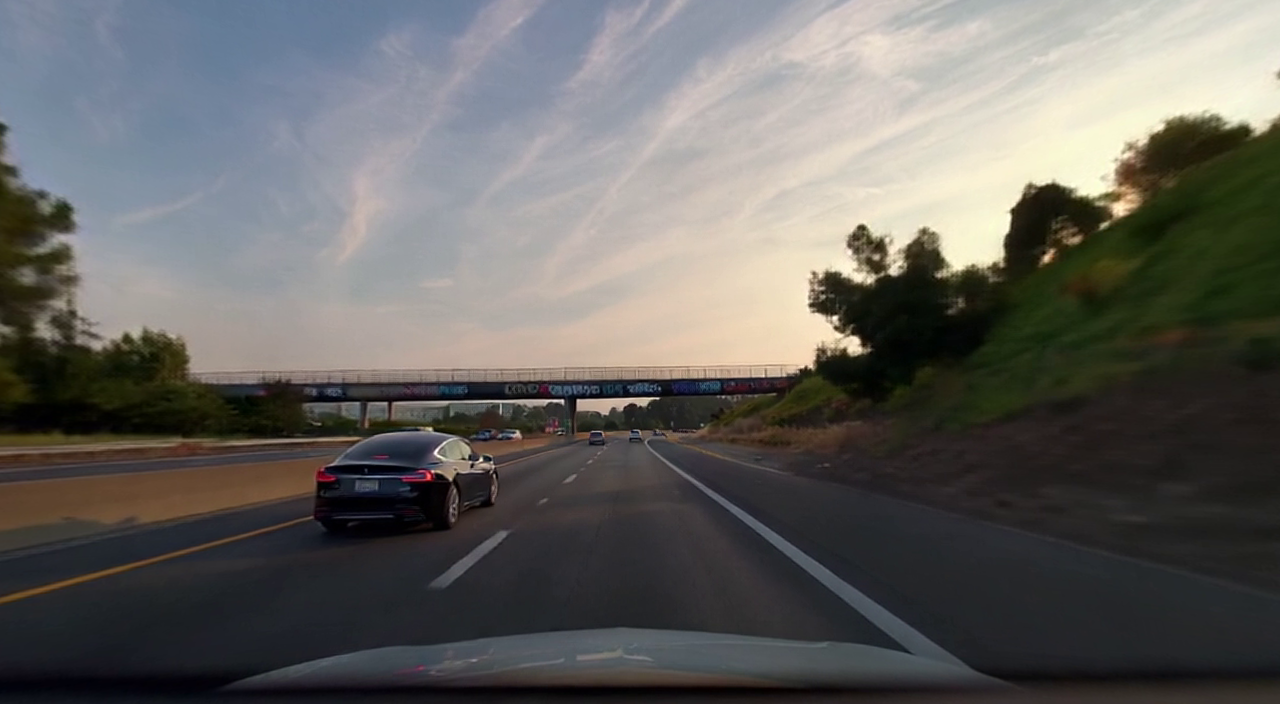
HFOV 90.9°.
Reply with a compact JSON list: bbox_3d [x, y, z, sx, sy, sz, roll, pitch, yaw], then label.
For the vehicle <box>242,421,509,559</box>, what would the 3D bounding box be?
[{"bbox_3d":[-3.505,1.899,9.552,2.108,1.555,4.574,0,-8,-1],"label":"vehicle"}]
